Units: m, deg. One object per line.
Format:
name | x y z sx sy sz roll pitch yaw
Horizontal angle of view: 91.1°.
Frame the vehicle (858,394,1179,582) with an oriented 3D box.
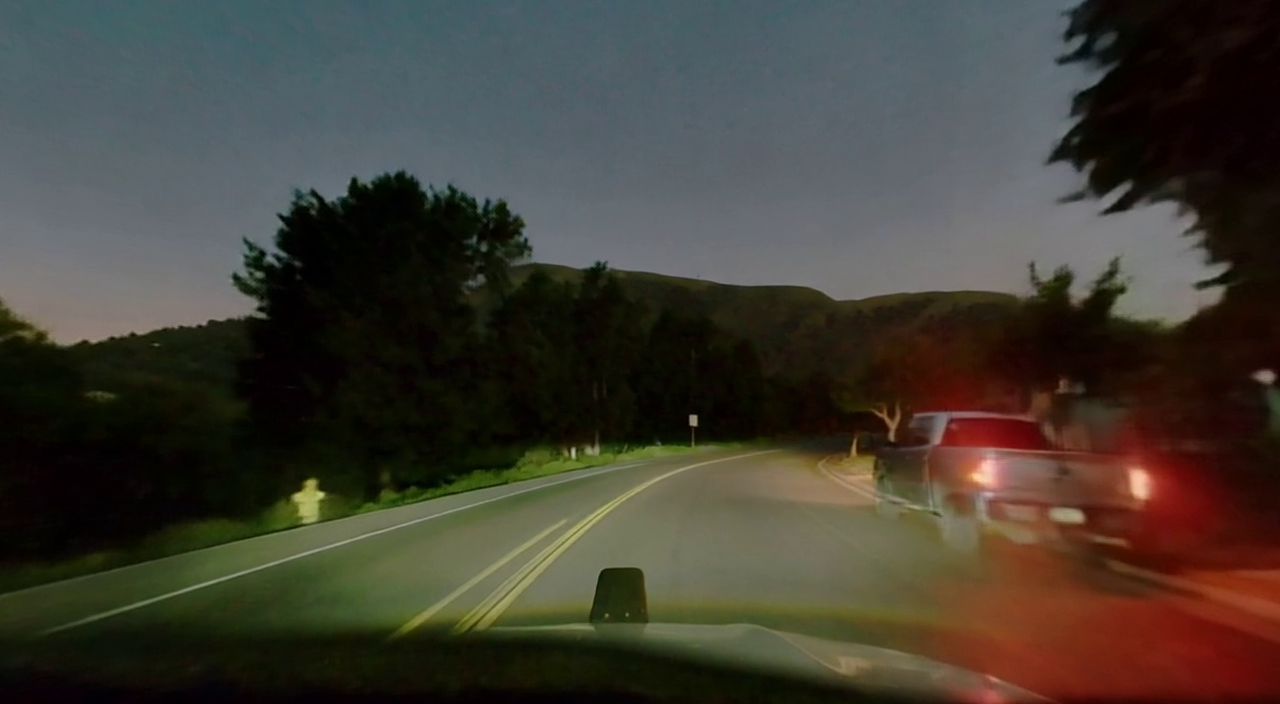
vehicle | 4.529 1.635 8.537 1.992 1.817 4.467 0 -8 7
